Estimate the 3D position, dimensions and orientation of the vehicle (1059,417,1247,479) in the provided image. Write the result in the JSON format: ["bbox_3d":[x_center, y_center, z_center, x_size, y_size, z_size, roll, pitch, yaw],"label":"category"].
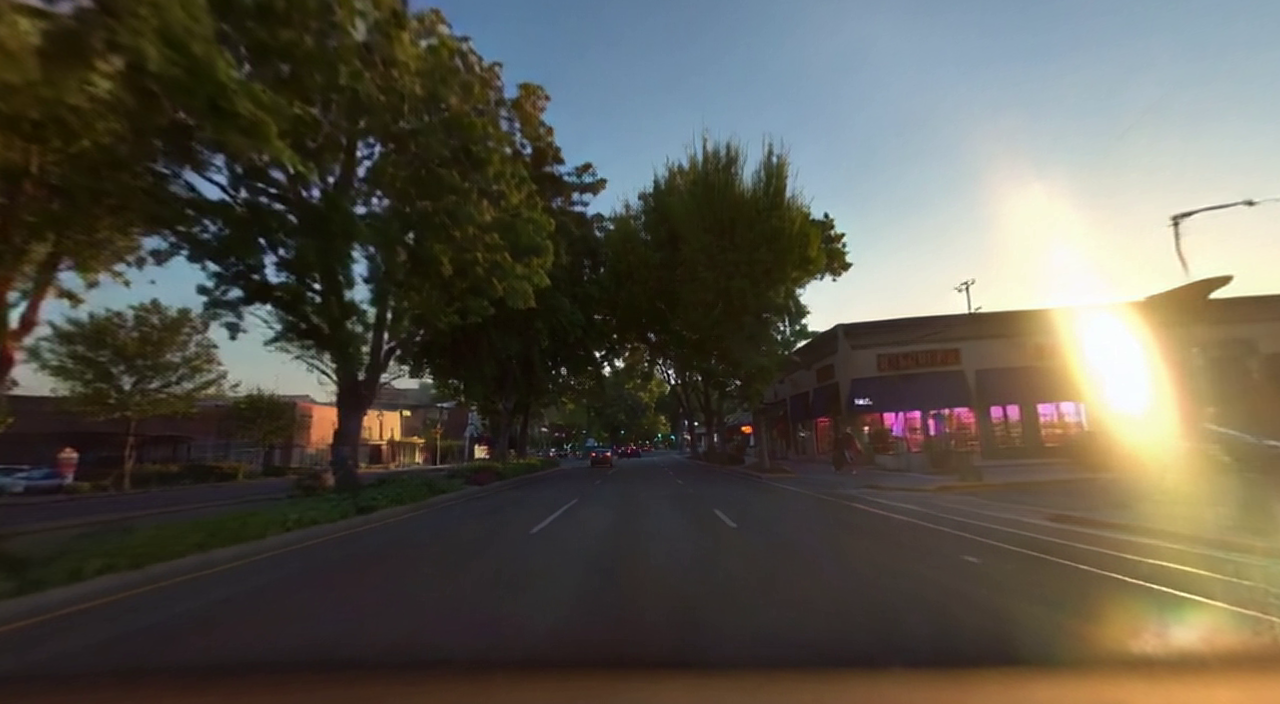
[{"bbox_3d":[16.878,3.215,21.195,2.038,1.827,4.870,0,-8,-2],"label":"vehicle"}]

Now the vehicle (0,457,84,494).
[{"bbox_3d":[-31.545,6.351,32.665,1.830,1.663,4.166,1,-8,-6],"label":"vehicle"}]

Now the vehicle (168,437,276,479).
[{"bbox_3d":[-29.606,7.502,44.791,5.890,2.815,2.228,0,-8,-2],"label":"vehicle"}]

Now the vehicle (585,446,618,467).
[{"bbox_3d":[-2.841,7.820,47.305,2.082,1.460,4.442,0,-8,1],"label":"vehicle"}]
